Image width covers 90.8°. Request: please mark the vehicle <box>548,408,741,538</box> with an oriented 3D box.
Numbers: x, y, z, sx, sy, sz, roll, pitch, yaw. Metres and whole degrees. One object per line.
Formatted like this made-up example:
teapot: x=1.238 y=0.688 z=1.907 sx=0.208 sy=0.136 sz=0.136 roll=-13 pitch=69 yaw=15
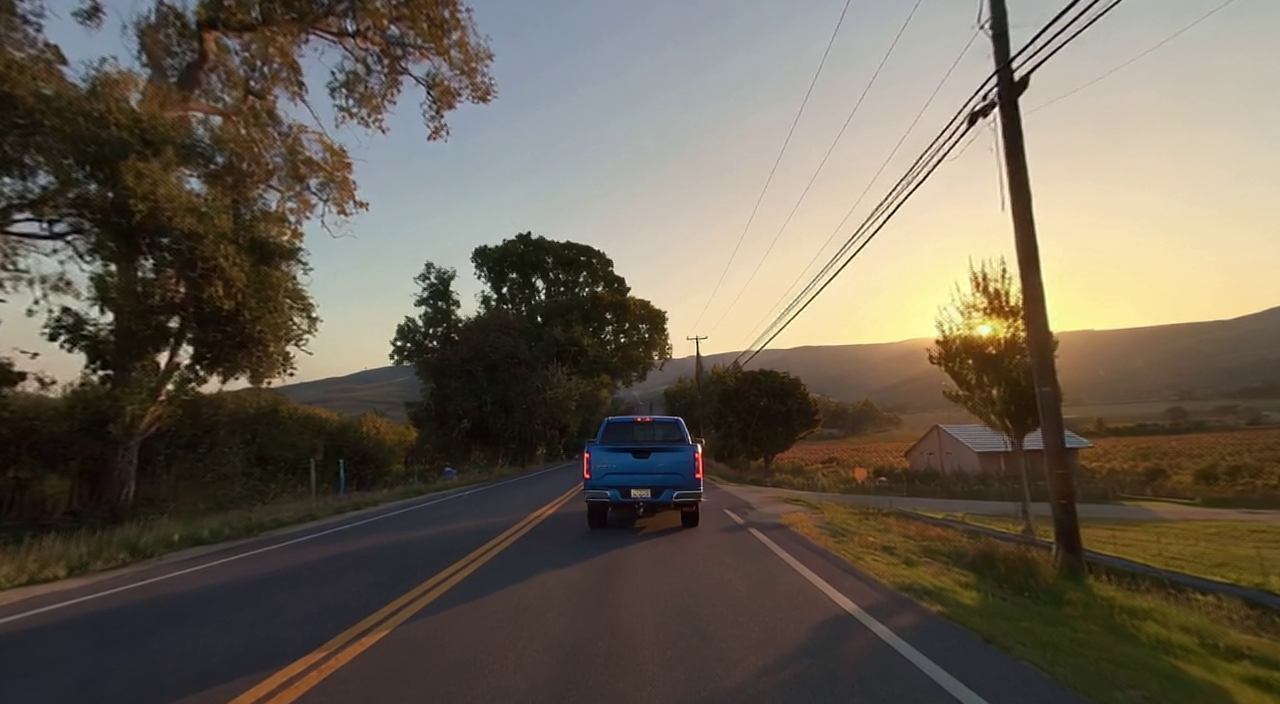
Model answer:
vehicle: x=0.030 y=2.181 z=12.111 sx=2.774 sy=1.861 sz=5.885 roll=0 pitch=-8 yaw=-1
